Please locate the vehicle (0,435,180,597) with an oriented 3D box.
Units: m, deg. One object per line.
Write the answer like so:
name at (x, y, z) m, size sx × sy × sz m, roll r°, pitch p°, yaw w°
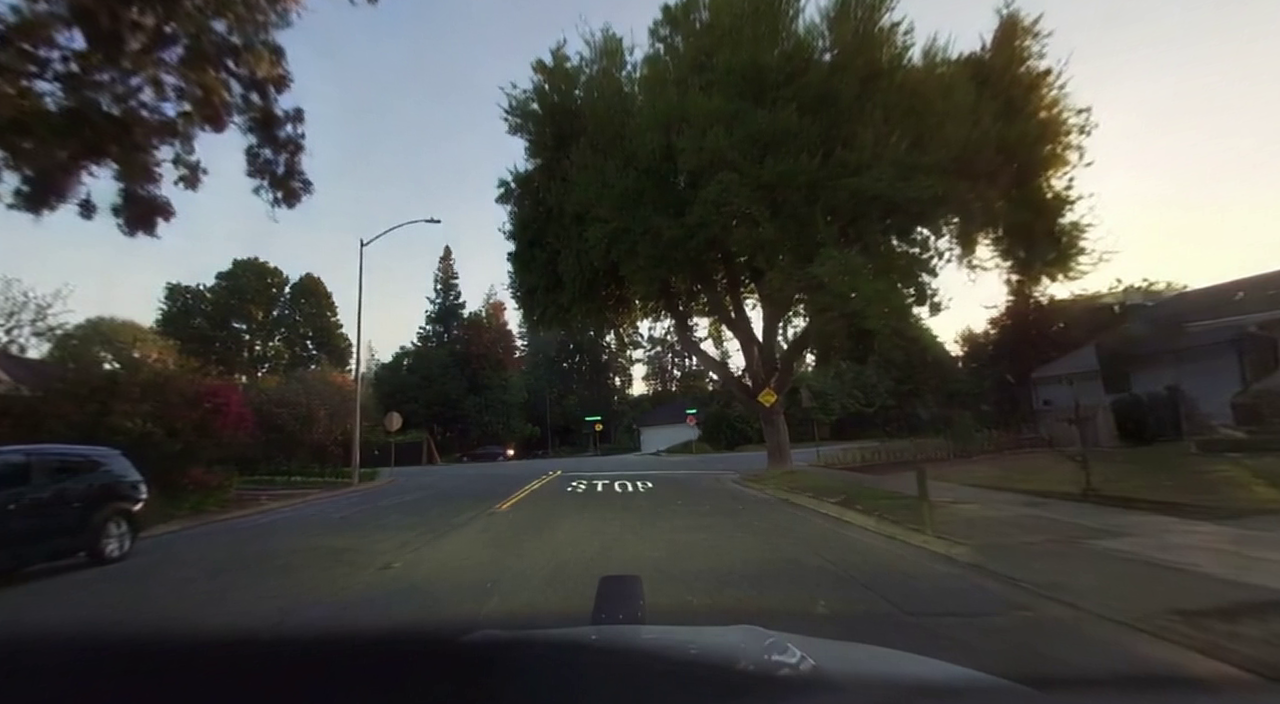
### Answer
vehicle at (-7.640, 1.771, 7.046) m, size 1.994 × 1.656 × 4.334 m, roll 1°, pitch -8°, yaw -5°
